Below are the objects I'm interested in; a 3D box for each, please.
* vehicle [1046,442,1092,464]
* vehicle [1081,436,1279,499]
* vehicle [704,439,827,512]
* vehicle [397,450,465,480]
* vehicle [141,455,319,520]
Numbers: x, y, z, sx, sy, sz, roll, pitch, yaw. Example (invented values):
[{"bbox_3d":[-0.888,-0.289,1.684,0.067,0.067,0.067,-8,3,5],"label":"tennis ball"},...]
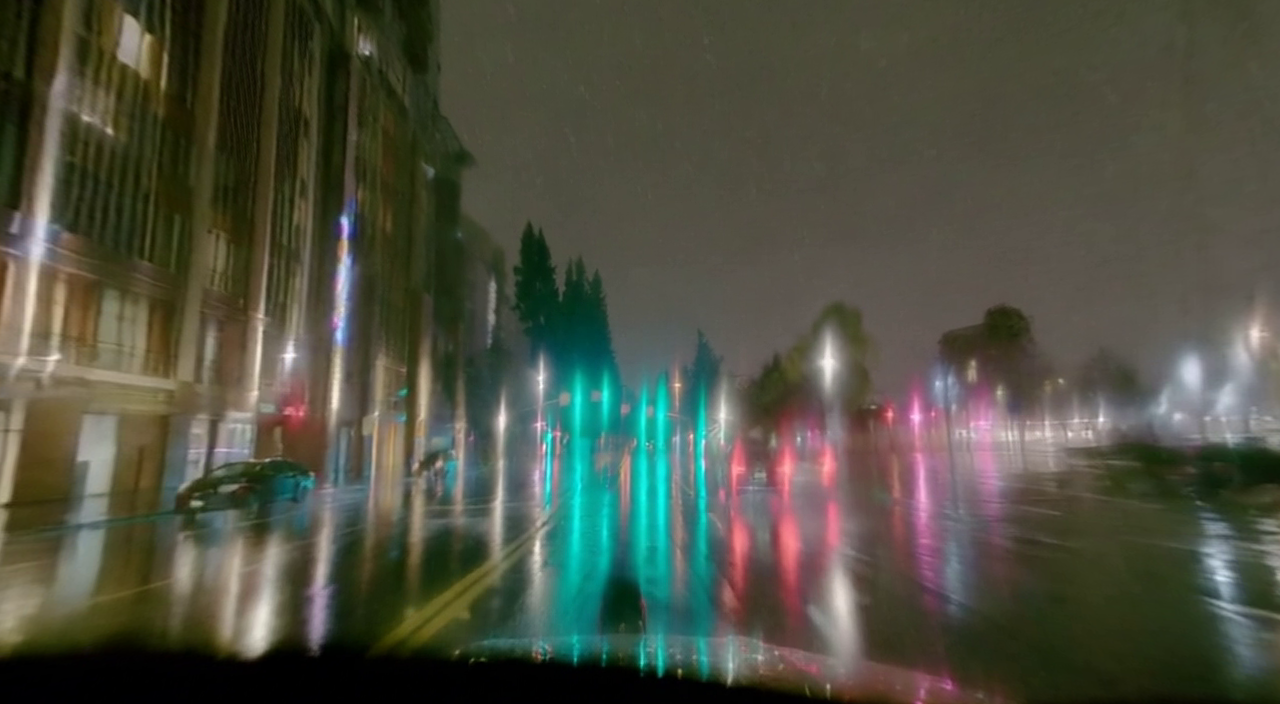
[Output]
[{"bbox_3d":[31.258,7.362,45.833,1.867,1.482,4.593,-4,-9,24],"label":"vehicle"},{"bbox_3d":[16.108,3.393,18.768,4.412,1.503,1.771,-3,-7,-1],"label":"vehicle"},{"bbox_3d":[2.876,2.953,15.488,2.080,1.524,4.348,0,-9,-1],"label":"vehicle"},{"bbox_3d":[-11.860,6.500,36.053,1.944,1.575,4.895,-1,-11,3],"label":"vehicle"},{"bbox_3d":[-12.084,3.993,19.034,2.015,1.521,4.798,-1,-8,3],"label":"vehicle"}]
